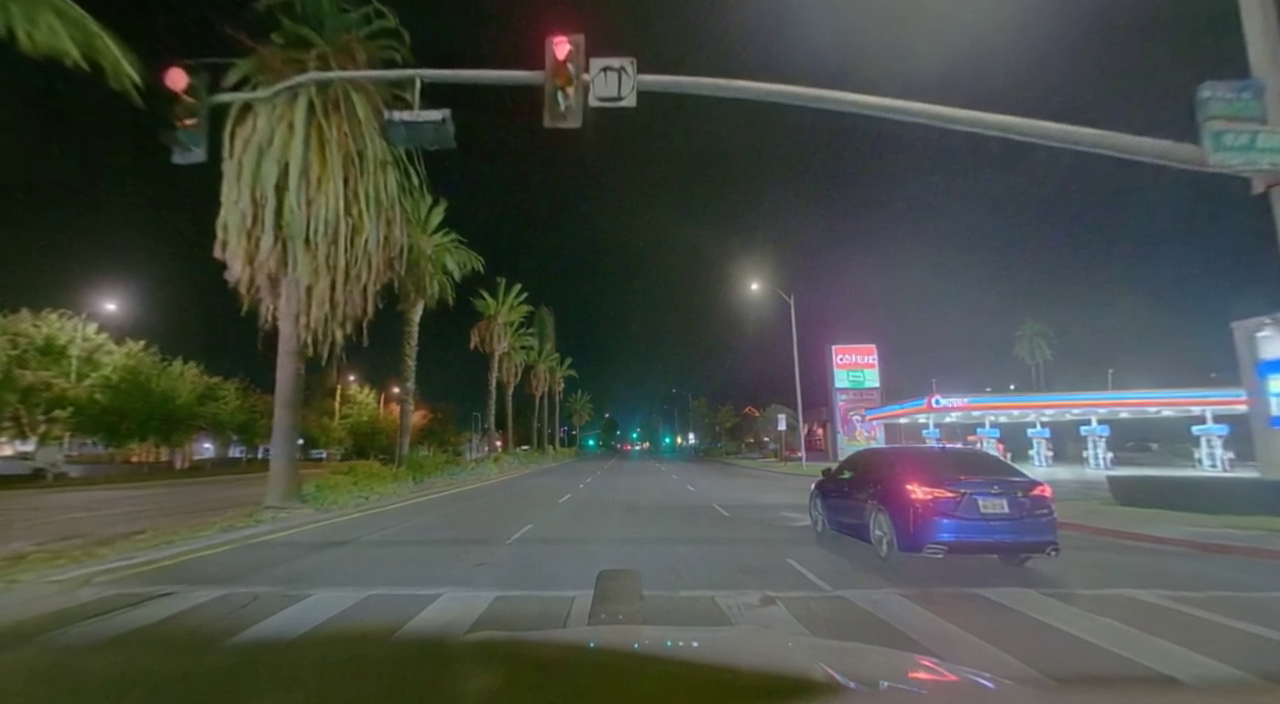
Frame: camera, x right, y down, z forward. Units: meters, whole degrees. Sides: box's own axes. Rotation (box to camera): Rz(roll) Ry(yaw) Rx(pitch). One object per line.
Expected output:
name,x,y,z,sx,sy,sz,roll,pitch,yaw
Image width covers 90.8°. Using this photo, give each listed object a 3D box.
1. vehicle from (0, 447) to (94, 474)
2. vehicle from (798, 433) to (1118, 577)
vehicle,-40.405,7.371,43.120,1.968,1.667,4.912,-2,-9,-1
vehicle,3.810,1.876,8.653,1.978,1.442,4.262,0,-8,-3
